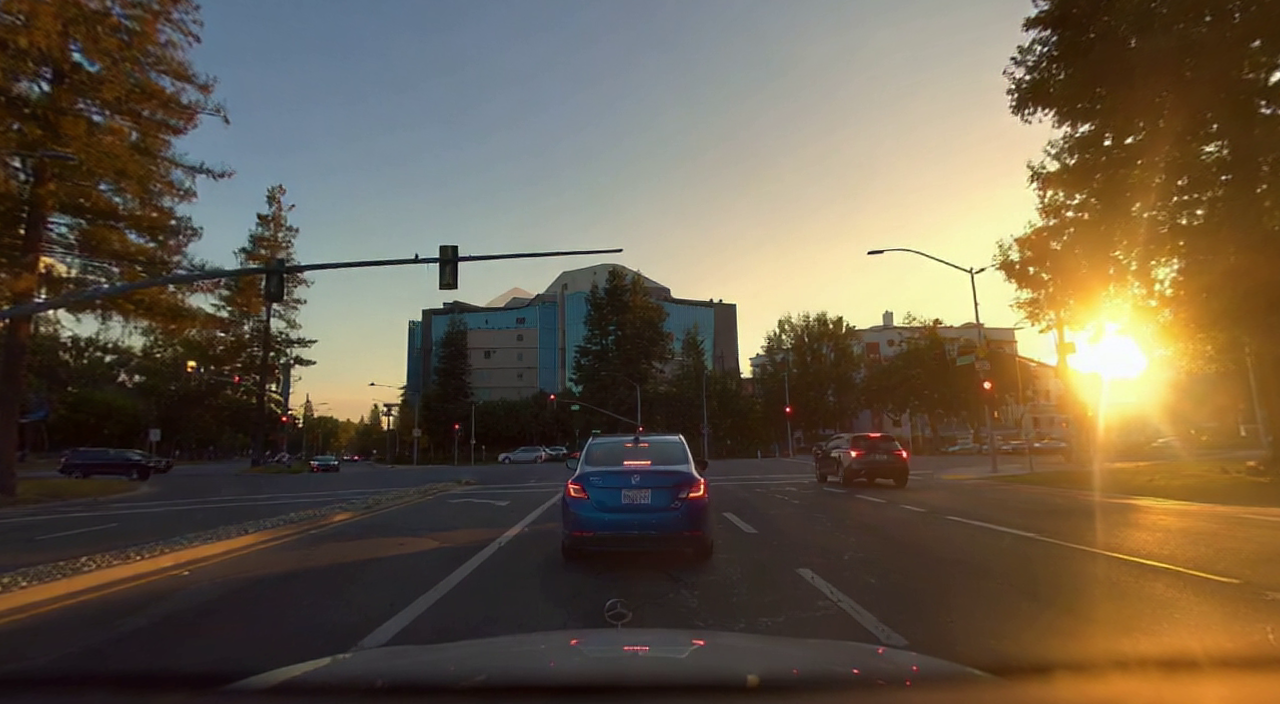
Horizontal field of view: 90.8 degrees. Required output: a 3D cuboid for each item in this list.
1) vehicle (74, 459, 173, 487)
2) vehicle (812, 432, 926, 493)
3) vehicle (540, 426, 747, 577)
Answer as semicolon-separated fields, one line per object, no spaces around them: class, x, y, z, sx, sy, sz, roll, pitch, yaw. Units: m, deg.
vehicle;-32.365;7.558;39.663;4.401;1.625;1.863;0;-8;-4
vehicle;7.068;3.442;20.055;2.039;1.692;4.319;0;-8;1
vehicle;-0.017;1.815;8.504;2.070;1.488;4.206;0;-8;-1
